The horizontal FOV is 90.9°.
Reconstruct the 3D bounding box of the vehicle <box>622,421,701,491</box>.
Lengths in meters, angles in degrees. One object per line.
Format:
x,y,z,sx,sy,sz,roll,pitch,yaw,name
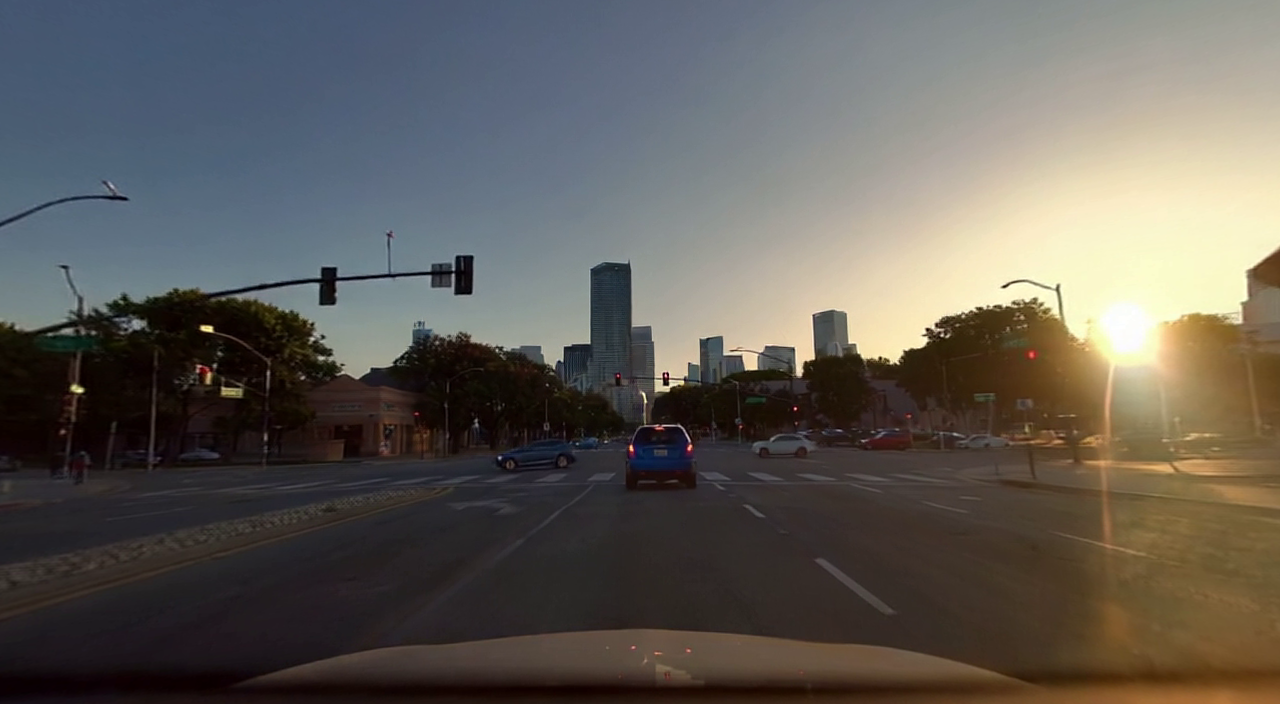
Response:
0.571,2.950,18.179,1.994,1.759,4.186,0,-8,1,vehicle

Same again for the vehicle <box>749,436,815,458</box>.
9.483,6.382,42.366,3.963,1.480,1.774,0,-8,-2,vehicle

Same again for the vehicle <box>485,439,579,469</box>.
-5.796,5.496,34.206,4.705,1.486,2.013,8,-12,-44,vehicle
